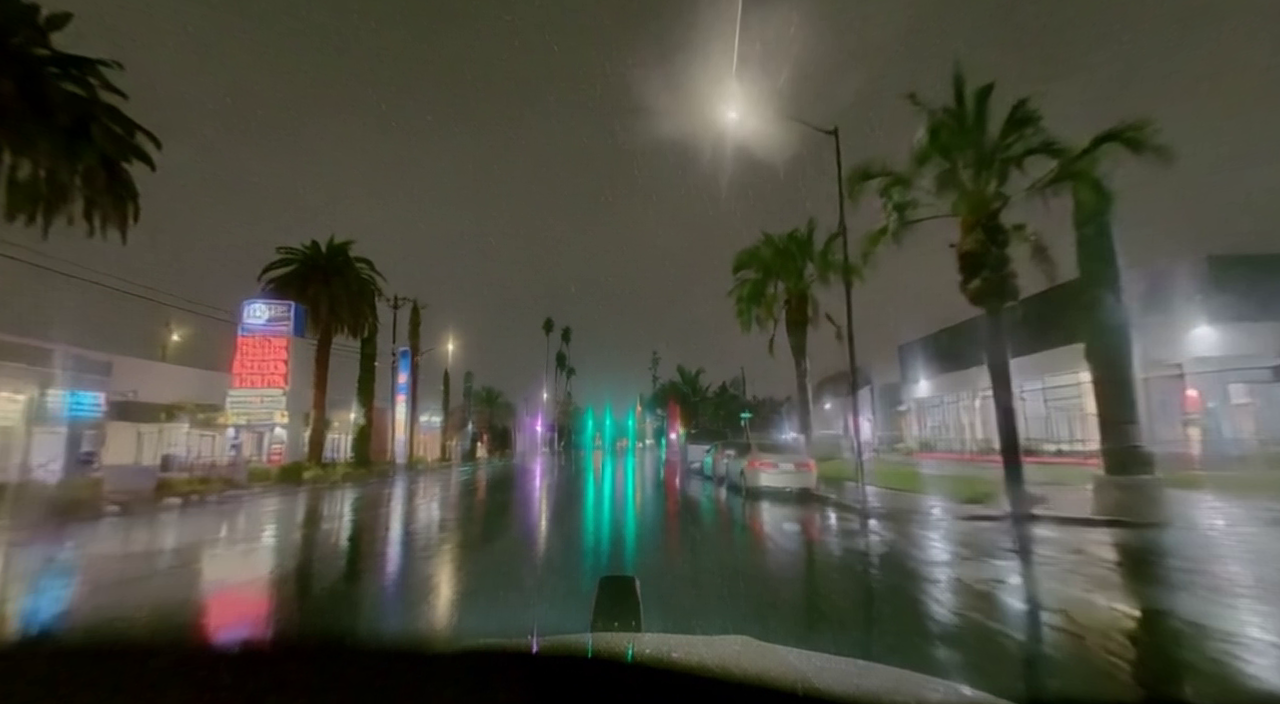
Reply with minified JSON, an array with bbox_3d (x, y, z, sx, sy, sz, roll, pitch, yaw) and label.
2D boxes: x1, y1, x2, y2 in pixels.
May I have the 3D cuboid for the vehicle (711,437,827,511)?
[{"bbox_3d":[3.123,3.064,16.324,2.046,1.588,4.508,0,-9,0],"label":"vehicle"}]
